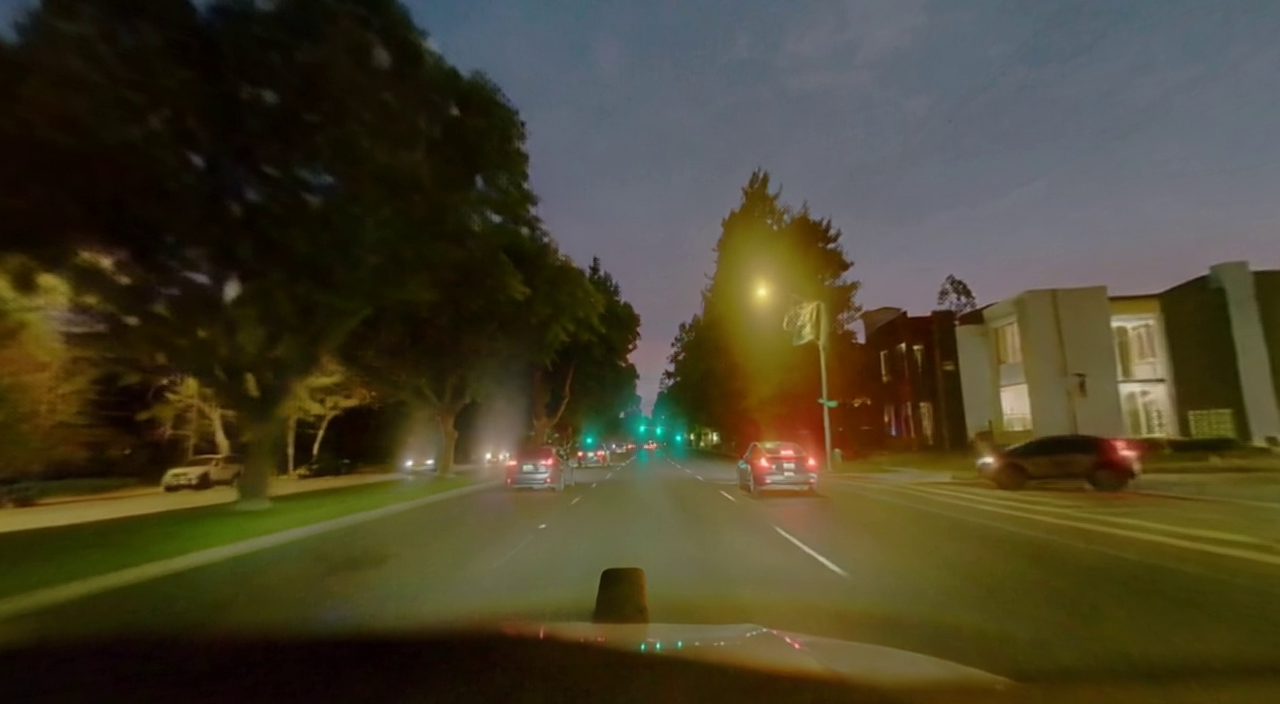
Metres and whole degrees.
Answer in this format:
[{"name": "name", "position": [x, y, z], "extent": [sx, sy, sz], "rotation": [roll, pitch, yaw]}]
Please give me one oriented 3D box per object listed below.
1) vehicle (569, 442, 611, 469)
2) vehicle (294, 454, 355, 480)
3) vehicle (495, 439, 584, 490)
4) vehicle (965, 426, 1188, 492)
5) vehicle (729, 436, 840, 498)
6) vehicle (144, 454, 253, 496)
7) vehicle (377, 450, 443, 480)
[{"name": "vehicle", "position": [-2.950, 6.158, 37.830], "extent": [1.988, 1.497, 4.404], "rotation": [0, -8, 2]}, {"name": "vehicle", "position": [-22.257, 8.102, 44.630], "extent": [1.960, 1.698, 4.446], "rotation": [0, -8, 1]}, {"name": "vehicle", "position": [-3.125, 3.604, 20.565], "extent": [2.053, 1.480, 4.381], "rotation": [0, -8, 2]}, {"name": "vehicle", "position": [12.205, 3.024, 18.010], "extent": [4.717, 1.733, 1.994], "rotation": [-2, -9, 10]}, {"name": "vehicle", "position": [3.813, 3.117, 17.539], "extent": [2.010, 1.486, 4.498], "rotation": [0, -8, 0]}, {"name": "vehicle", "position": [-22.313, 6.180, 32.152], "extent": [2.073, 1.878, 4.912], "rotation": [0, -8, -1]}, {"name": "vehicle", "position": [-12.470, 6.123, 34.465], "extent": [1.871, 1.478, 4.489], "rotation": [0, -8, 1]}]
